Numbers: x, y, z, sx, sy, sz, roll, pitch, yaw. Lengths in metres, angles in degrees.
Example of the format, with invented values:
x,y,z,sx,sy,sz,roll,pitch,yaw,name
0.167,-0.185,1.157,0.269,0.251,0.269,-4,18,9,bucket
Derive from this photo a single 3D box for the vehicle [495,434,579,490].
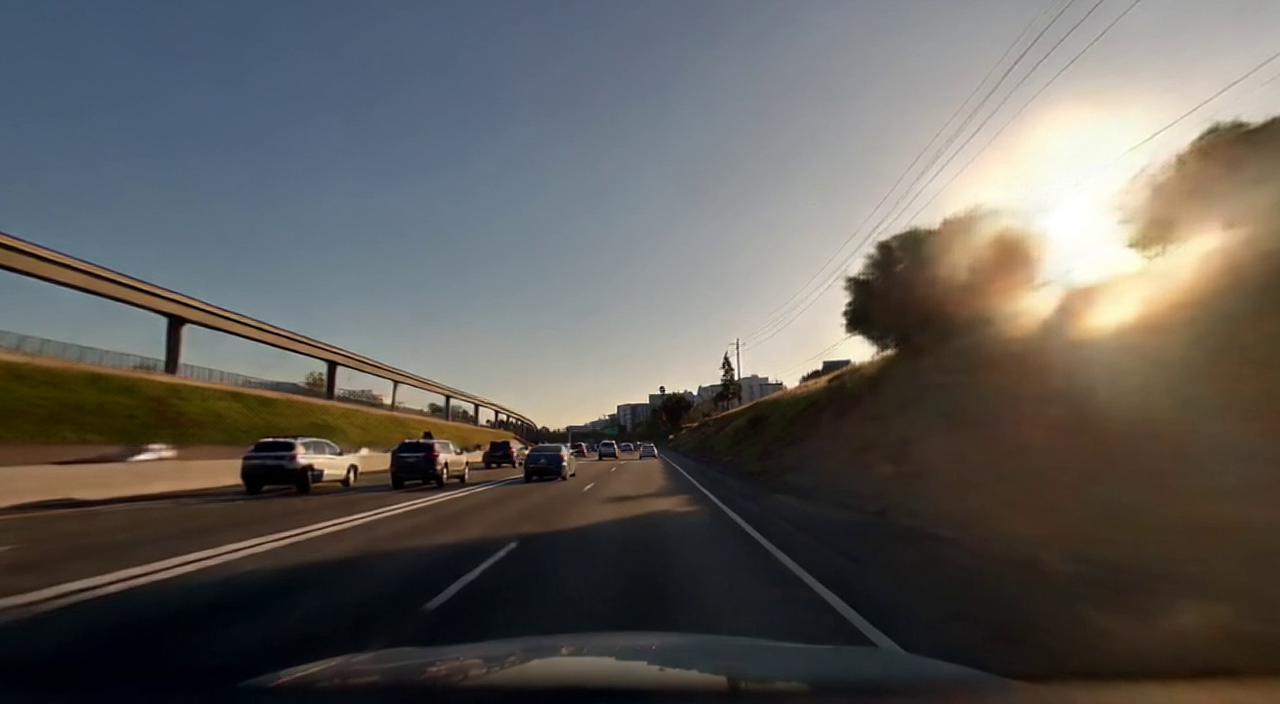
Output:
x,y,z,sx,sy,sz,roll,pitch,yaw,name
-3.433,3.757,21.980,2.052,1.731,4.372,0,-8,2,vehicle

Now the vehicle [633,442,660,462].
x,y,z,sx,sy,sz,roll,pitch,yaw,name
0.483,7.833,49.543,2.074,1.465,3.977,0,-8,0,vehicle

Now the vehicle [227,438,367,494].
x,y,z,sx,sy,sz,roll,pitch,yaw,name
-11.154,3.702,20.972,1.951,1.628,4.617,0,-8,1,vehicle

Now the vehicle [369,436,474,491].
x,y,z,sx,sy,sz,roll,pitch,yaw,name
-7.239,3.715,21.410,1.959,1.652,4.170,0,-8,2,vehicle
